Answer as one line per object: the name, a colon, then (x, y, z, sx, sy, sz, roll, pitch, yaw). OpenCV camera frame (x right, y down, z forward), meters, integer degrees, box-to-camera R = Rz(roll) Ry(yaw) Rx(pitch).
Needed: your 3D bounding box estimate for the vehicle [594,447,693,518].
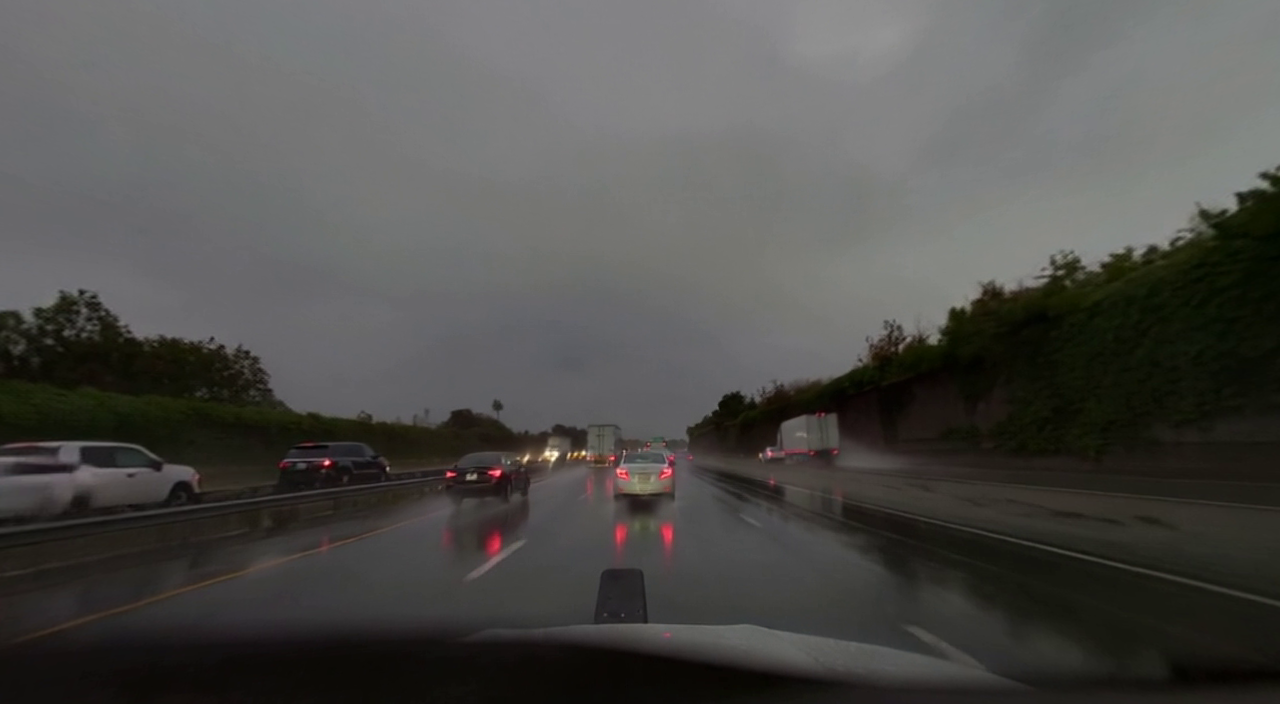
vehicle: (0.093, 3.023, 15.089, 2.057, 1.449, 3.931, 0, -9, 1)

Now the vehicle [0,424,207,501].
vehicle: (-32.030, 6.350, 36.789, 2.803, 3.665, 14.746, 0, -9, 1)

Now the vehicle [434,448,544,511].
vehicle: (-4.026, 3.466, 17.635, 1.929, 1.509, 4.331, 0, -9, 1)

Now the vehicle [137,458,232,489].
vehicle: (-27.622, 7.351, 38.429, 1.962, 1.694, 4.917, 0, -9, 2)
